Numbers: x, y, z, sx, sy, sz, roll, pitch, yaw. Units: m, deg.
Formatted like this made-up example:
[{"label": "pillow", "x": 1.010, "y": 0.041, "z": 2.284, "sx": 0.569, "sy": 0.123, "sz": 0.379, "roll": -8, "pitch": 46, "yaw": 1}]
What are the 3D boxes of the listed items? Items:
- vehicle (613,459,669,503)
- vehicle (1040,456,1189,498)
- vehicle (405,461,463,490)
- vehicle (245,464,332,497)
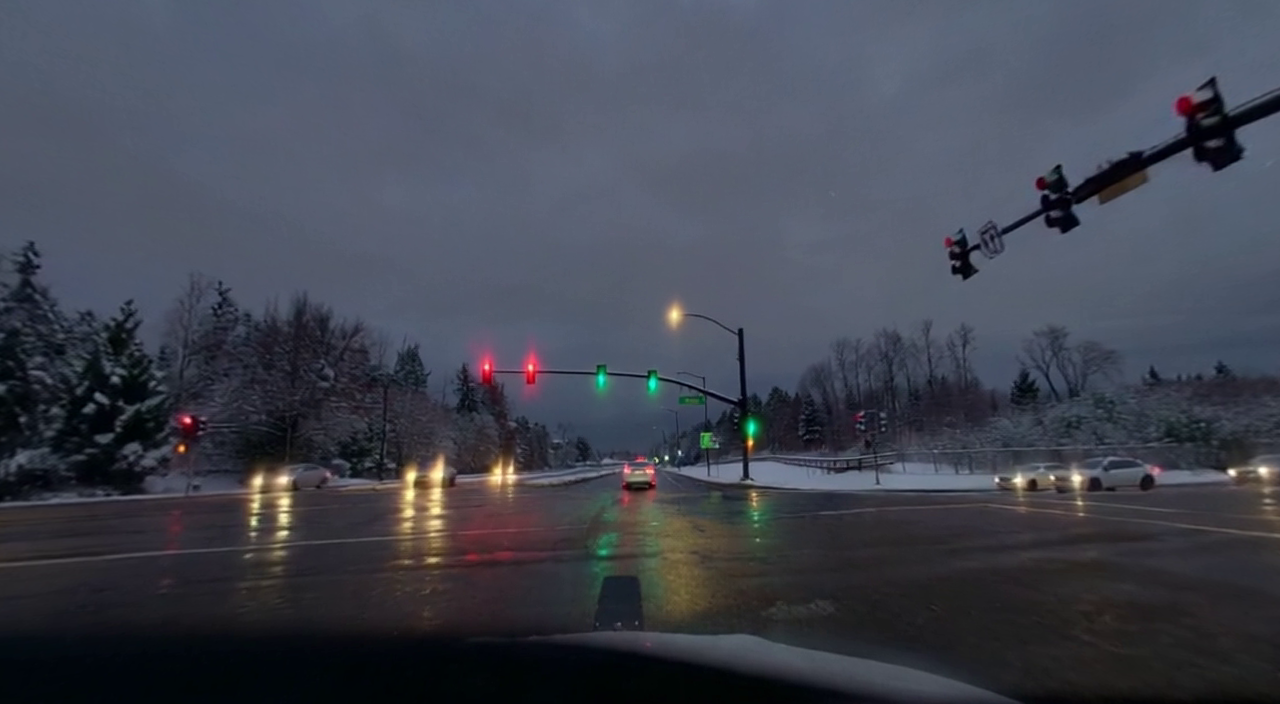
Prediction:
[{"label": "vehicle", "x": 0.054, "y": 4.823, "z": 23.852, "sx": 1.954, "sy": 1.469, "sz": 3.465, "roll": 0, "pitch": -9, "yaw": 1}, {"label": "vehicle", "x": 18.470, "y": 4.857, "z": 24.608, "sx": 4.441, "sy": 1.466, "sz": 1.982, "roll": 1, "pitch": -9, "yaw": -9}, {"label": "vehicle", "x": -13.311, "y": 7.973, "z": 40.982, "sx": 2.024, "sy": 1.663, "sz": 4.502, "roll": -1, "pitch": -9, "yaw": 3}, {"label": "vehicle", "x": -20.954, "y": 7.652, "z": 37.756, "sx": 2.189, "sy": 1.720, "sz": 4.653, "roll": -1, "pitch": -9, "yaw": 6}]
